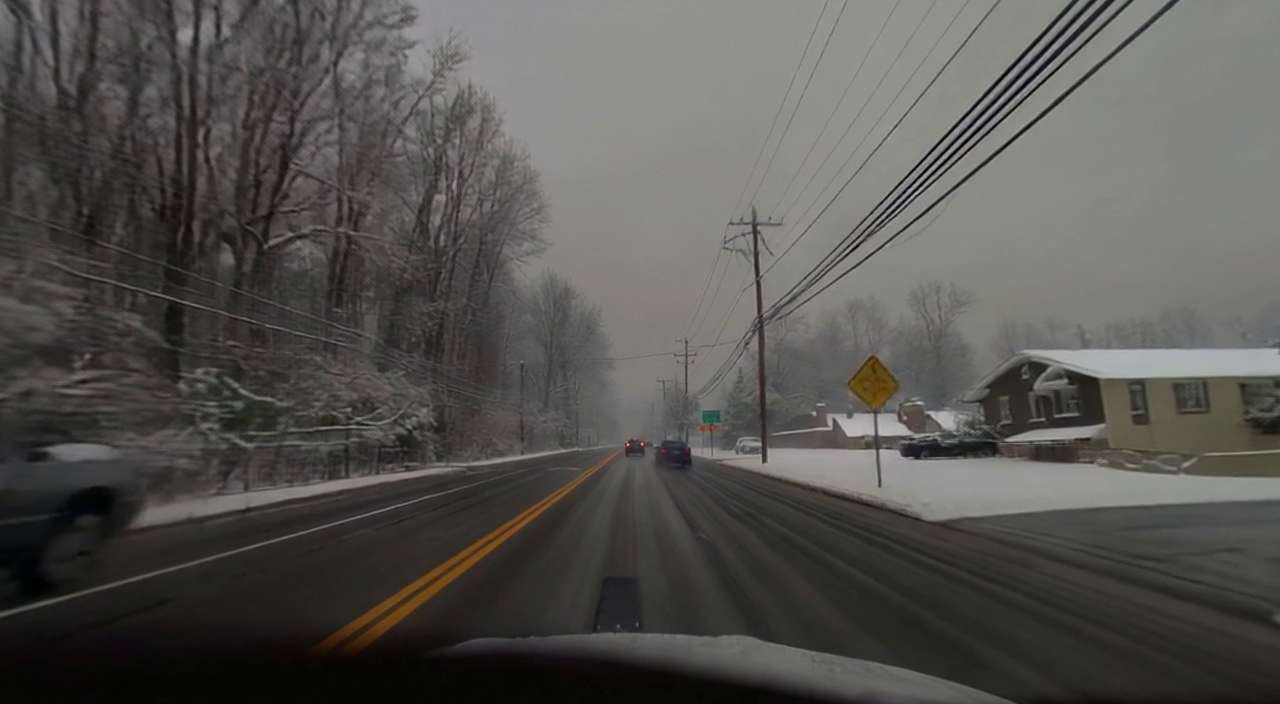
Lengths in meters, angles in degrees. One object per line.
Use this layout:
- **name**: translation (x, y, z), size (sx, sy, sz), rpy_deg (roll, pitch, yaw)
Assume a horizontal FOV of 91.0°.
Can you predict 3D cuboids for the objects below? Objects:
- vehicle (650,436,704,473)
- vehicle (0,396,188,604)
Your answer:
- **vehicle**: translation (1.521, 4.432, 27.415), size (1.975, 1.497, 3.647), rpy_deg (0, -8, -2)
- **vehicle**: translation (-6.948, 1.323, 5.606), size (2.352, 1.857, 4.690), rpy_deg (0, -8, -1)
